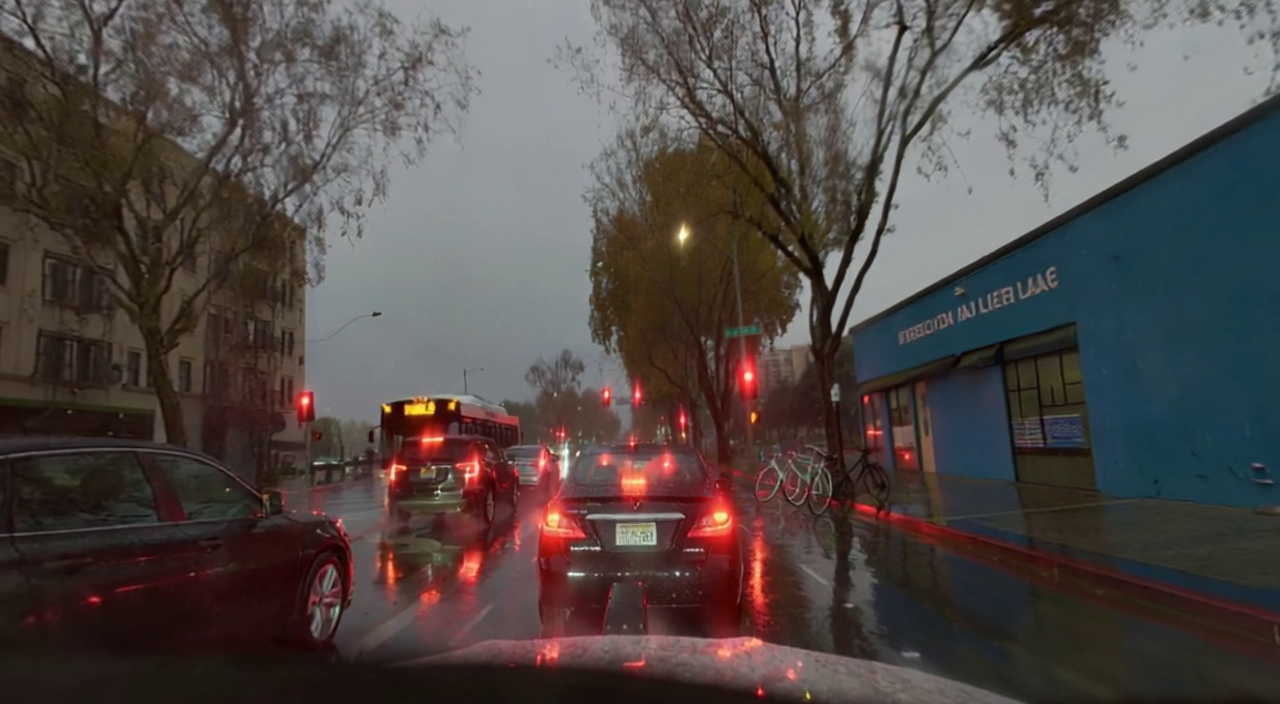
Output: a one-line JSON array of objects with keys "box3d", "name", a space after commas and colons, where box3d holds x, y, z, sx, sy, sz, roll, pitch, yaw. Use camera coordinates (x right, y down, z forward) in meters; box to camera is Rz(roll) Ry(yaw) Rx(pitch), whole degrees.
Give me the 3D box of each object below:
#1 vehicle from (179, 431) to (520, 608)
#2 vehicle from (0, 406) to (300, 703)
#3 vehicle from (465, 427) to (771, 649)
[{"box3d": [-2.906, 1.751, 7.626, 1.944, 1.481, 4.385, 0, -8, 1], "name": "vehicle"}, {"box3d": [-3.168, 0.869, 1.720, 1.867, 1.486, 4.452, 0, -8, 2], "name": "vehicle"}, {"box3d": [-0.134, 1.523, 6.162, 2.031, 1.461, 3.763, 0, -8, 0], "name": "vehicle"}]
